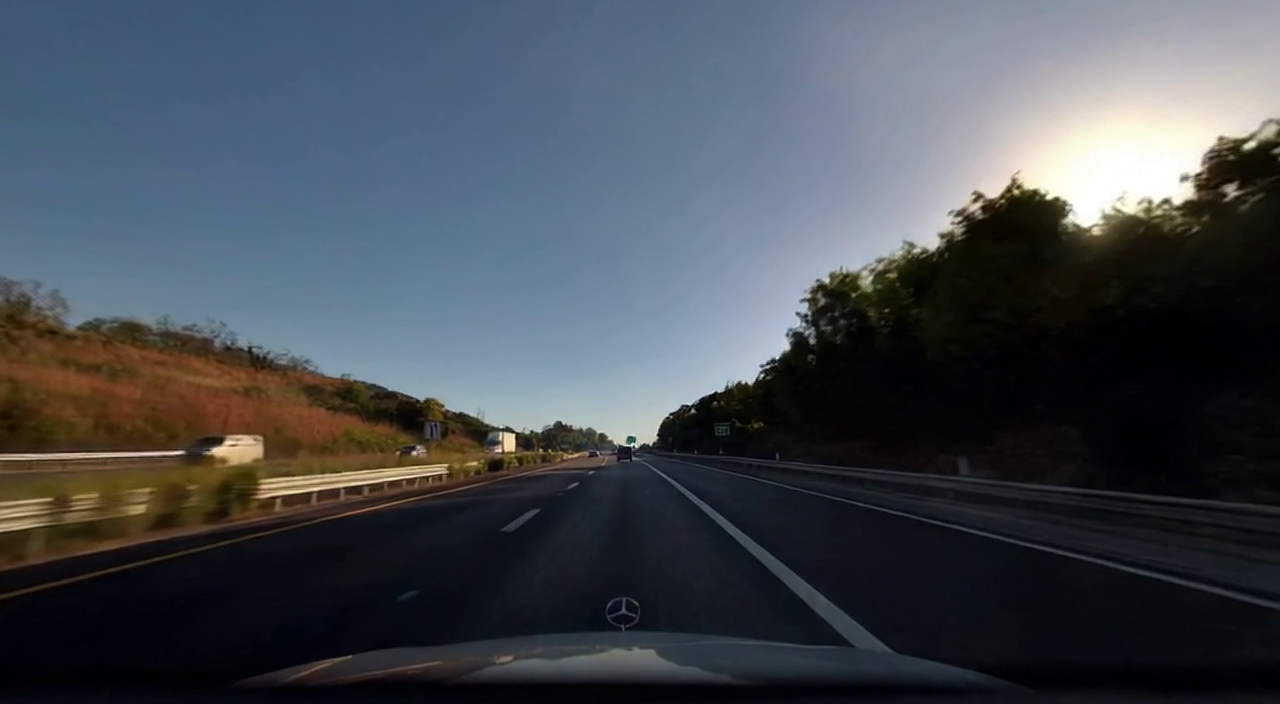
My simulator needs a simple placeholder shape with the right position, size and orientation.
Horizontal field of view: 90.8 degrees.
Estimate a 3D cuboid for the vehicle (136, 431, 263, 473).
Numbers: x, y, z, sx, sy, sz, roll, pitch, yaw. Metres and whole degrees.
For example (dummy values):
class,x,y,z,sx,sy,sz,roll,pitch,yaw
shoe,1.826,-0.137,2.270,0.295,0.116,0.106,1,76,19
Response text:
class,x,y,z,sx,sy,sz,roll,pitch,yaw
vehicle,-17.632,4.047,25.564,1.888,1.530,4.430,0,-9,0
